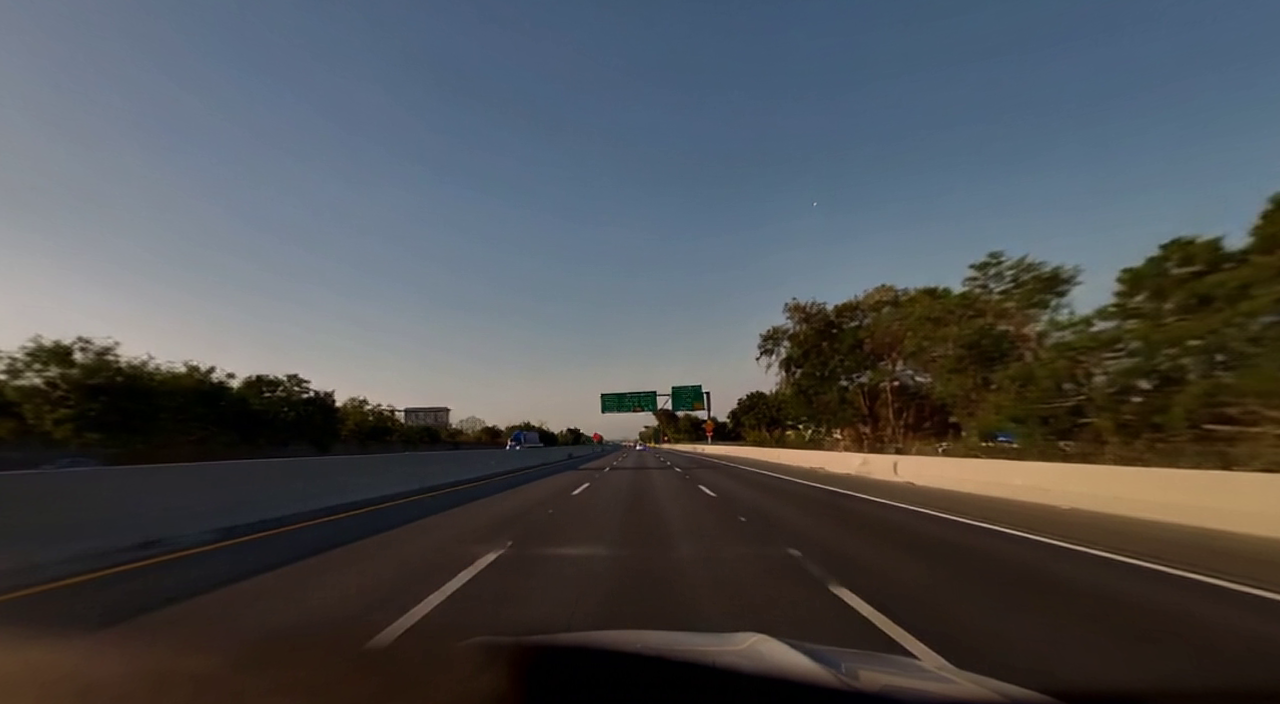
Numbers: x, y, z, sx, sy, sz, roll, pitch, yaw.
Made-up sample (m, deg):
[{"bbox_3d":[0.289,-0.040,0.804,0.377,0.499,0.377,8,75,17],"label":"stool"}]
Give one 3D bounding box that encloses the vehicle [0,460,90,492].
[{"bbox_3d":[-29.763,6.119,31.217,1.623,1.397,3.567,0,-8,0],"label":"vehicle"}]
